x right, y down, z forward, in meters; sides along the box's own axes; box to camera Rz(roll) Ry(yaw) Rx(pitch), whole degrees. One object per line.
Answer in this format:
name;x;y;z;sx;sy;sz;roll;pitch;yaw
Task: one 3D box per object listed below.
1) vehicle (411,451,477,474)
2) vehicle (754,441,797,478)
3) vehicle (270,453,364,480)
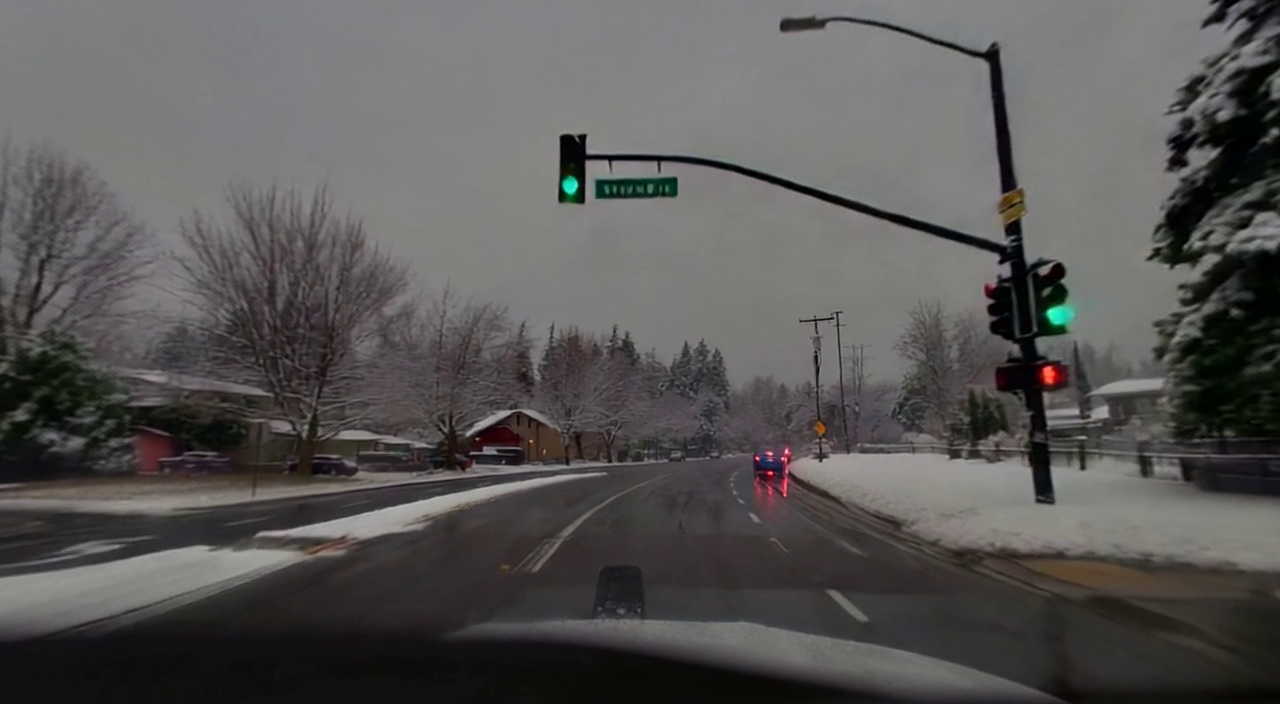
vehicle;-14.395;8.084;46.383;4.284;1.549;1.828;-3;-9;17
vehicle;7.005;5.550;32.902;1.989;1.782;4.351;-2;-9;10
vehicle;-18.942;6.698;37.133;4.658;1.482;1.879;-2;-9;11
